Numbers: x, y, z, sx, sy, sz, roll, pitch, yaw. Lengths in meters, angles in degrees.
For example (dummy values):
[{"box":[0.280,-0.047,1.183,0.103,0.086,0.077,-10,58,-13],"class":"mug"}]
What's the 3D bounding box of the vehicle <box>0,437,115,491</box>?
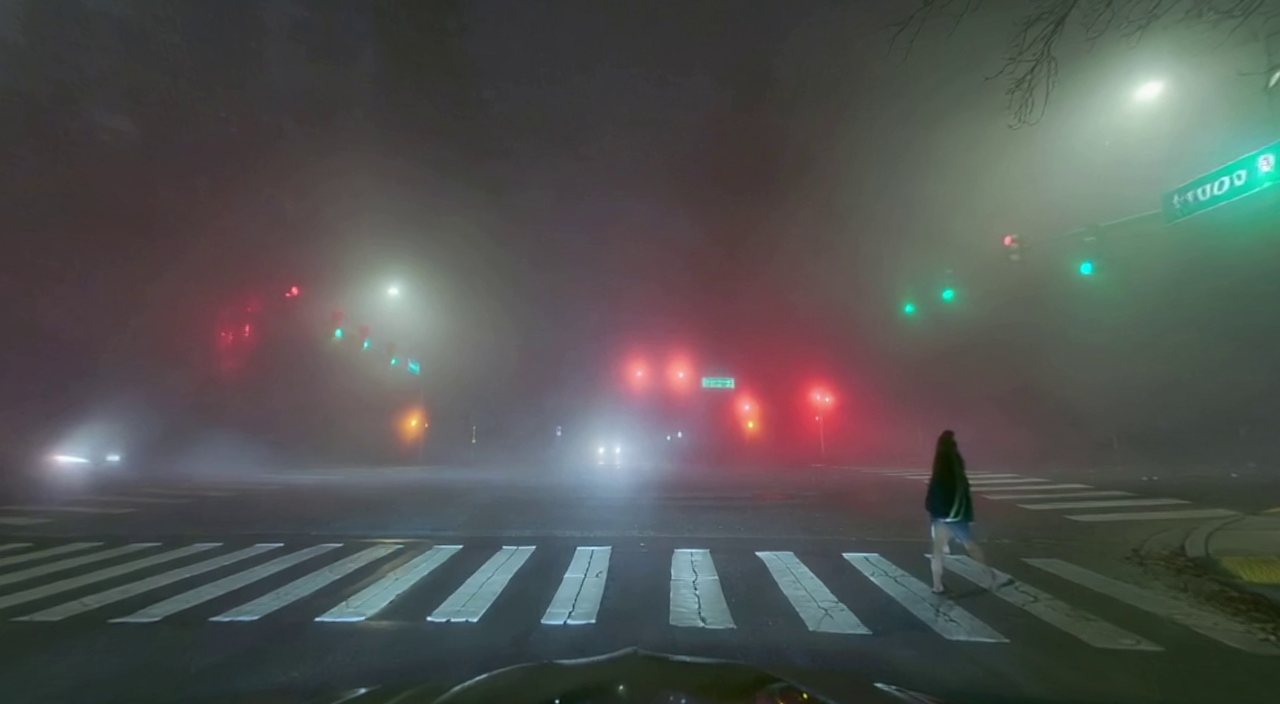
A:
[{"box":[-18.769,3.315,18.810,4.502,1.512,1.917,0,-9,0],"class":"vehicle"}]
